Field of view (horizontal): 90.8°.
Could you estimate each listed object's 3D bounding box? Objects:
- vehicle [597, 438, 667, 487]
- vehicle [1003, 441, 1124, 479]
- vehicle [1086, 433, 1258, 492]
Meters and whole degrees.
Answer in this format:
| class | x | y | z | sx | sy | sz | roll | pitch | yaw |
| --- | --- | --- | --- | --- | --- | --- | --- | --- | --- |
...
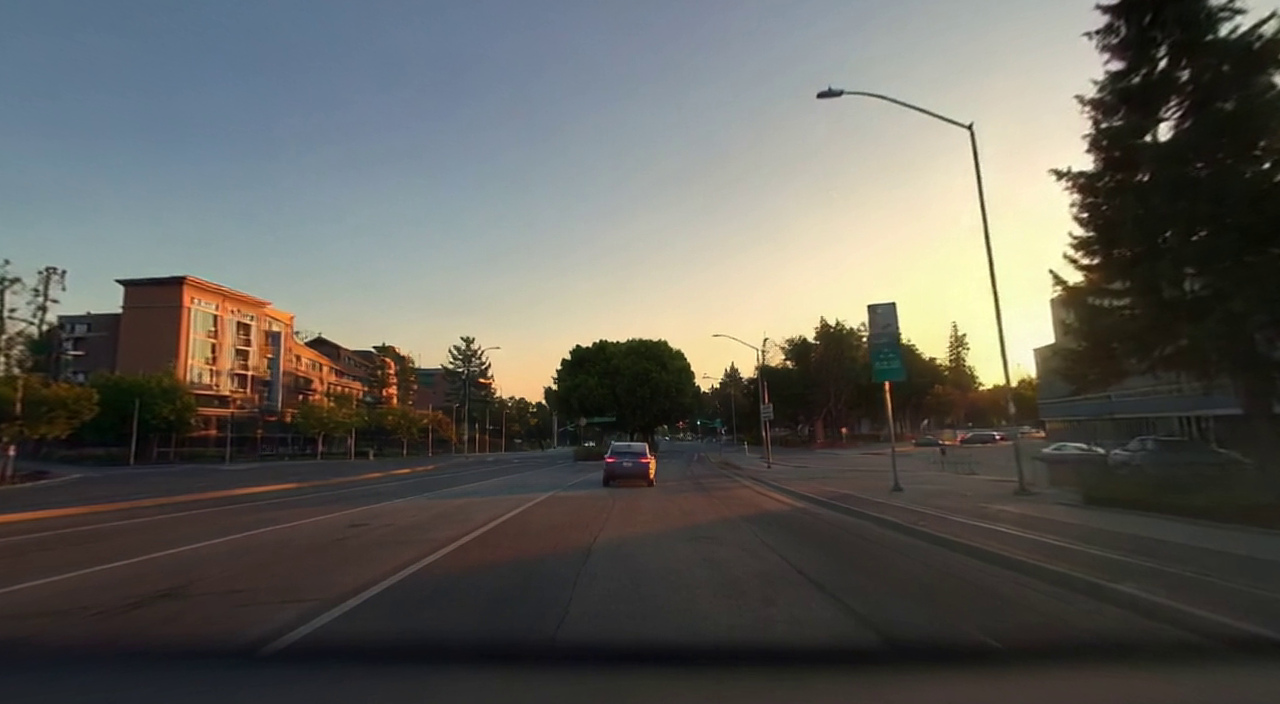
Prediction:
| class | x | y | z | sx | sy | sz | roll | pitch | yaw |
| --- | --- | --- | --- | --- | --- | --- | --- | --- | --- |
| vehicle | -0.193 | 3.708 | 21.503 | 2.133 | 1.481 | 4.276 | 0 | -8 | 1 |
| vehicle | 17.516 | 4.470 | 26.471 | 1.857 | 1.441 | 4.721 | 0 | -8 | 1 |
| vehicle | 17.429 | 3.596 | 21.068 | 1.942 | 1.690 | 4.453 | -2 | -8 | 3 |
